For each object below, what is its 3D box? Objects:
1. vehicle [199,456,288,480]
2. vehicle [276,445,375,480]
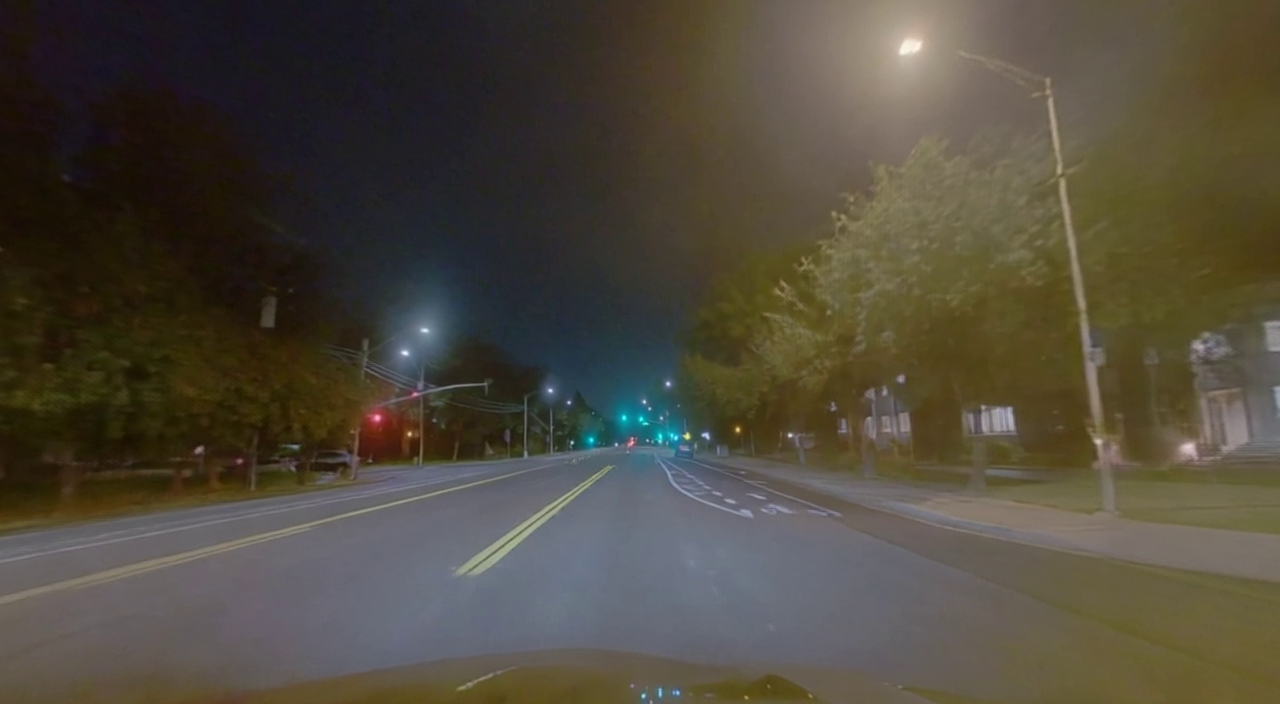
[{"bbox_3d":[-27.732,8.111,44.207,4.696,1.518,2.224,0,-8,-2],"label":"vehicle"},{"bbox_3d":[-21.892,7.685,44.030,5.841,1.902,2.244,-5,-8,4],"label":"vehicle"}]
